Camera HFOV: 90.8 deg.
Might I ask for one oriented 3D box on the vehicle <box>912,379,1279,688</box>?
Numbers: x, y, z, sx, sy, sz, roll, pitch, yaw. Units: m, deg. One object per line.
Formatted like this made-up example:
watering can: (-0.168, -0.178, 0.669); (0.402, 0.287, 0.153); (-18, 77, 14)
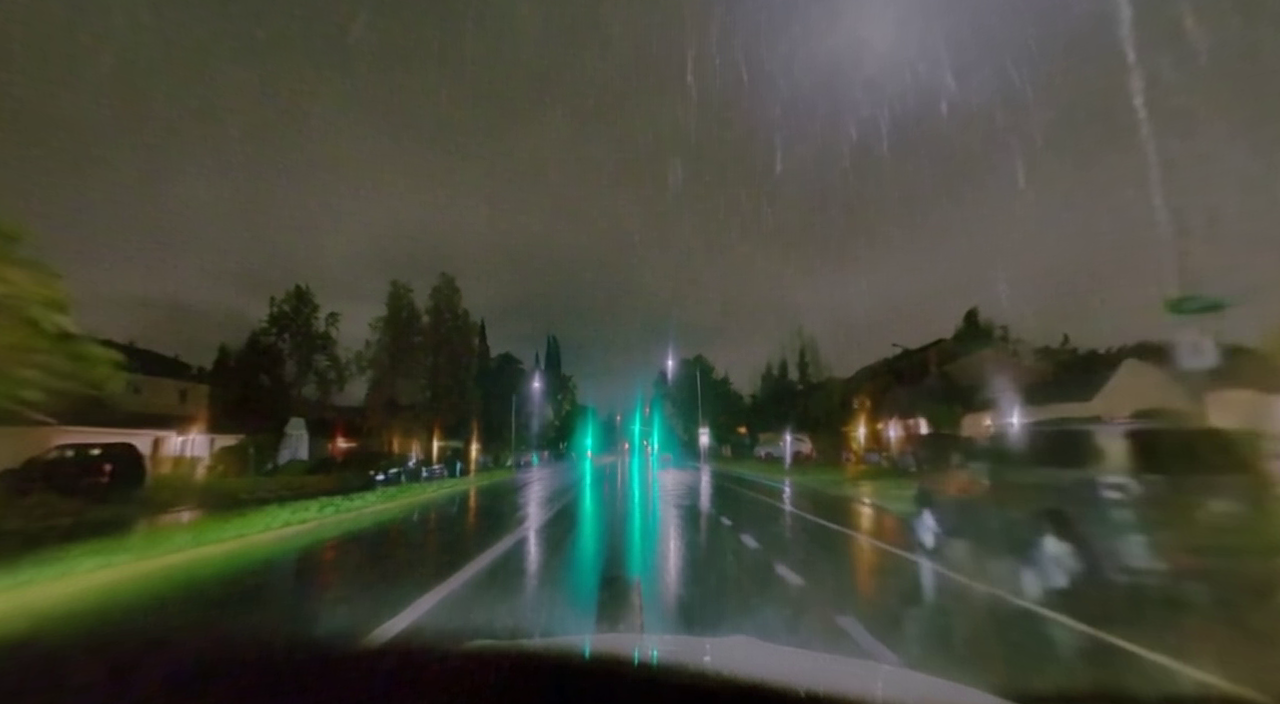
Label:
vehicle: (4.814, 1.408, 6.065); (2.196, 1.801, 4.778); (0, -9, -1)

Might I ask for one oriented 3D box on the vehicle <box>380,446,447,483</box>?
vehicle: (-12.564, 6.241, 35.346); (2.003, 1.804, 4.554); (-1, -7, 1)

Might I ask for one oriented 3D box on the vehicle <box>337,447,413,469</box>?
vehicle: (-20.895, 8.354, 49.895); (4.971, 1.664, 2.273); (0, -9, -1)

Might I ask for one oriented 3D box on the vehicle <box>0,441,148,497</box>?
vehicle: (-20.863, 4.165, 22.625); (4.698, 1.862, 2.116); (-1, -9, 3)
